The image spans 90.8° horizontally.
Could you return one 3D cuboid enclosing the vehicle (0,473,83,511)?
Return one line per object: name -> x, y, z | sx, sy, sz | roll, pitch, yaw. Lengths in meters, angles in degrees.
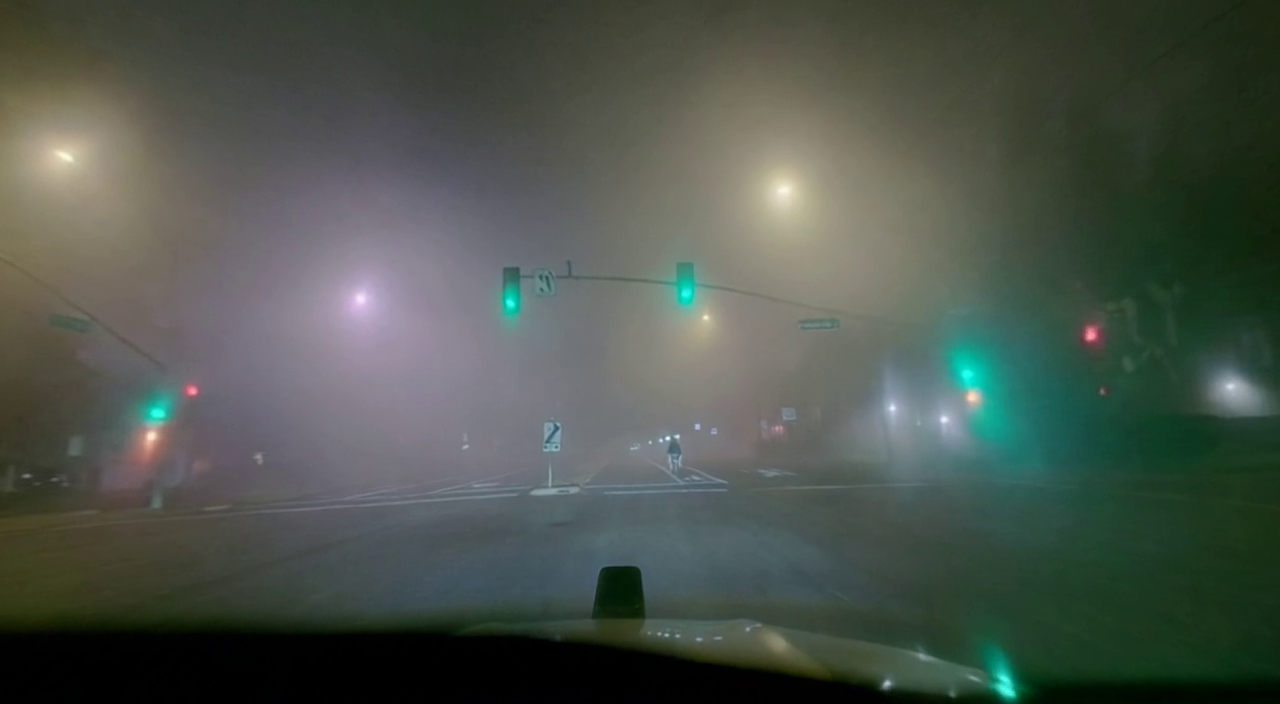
vehicle -> -28.915, 6.546, 29.779 | 1.974, 1.457, 4.248 | 1, -9, -11
